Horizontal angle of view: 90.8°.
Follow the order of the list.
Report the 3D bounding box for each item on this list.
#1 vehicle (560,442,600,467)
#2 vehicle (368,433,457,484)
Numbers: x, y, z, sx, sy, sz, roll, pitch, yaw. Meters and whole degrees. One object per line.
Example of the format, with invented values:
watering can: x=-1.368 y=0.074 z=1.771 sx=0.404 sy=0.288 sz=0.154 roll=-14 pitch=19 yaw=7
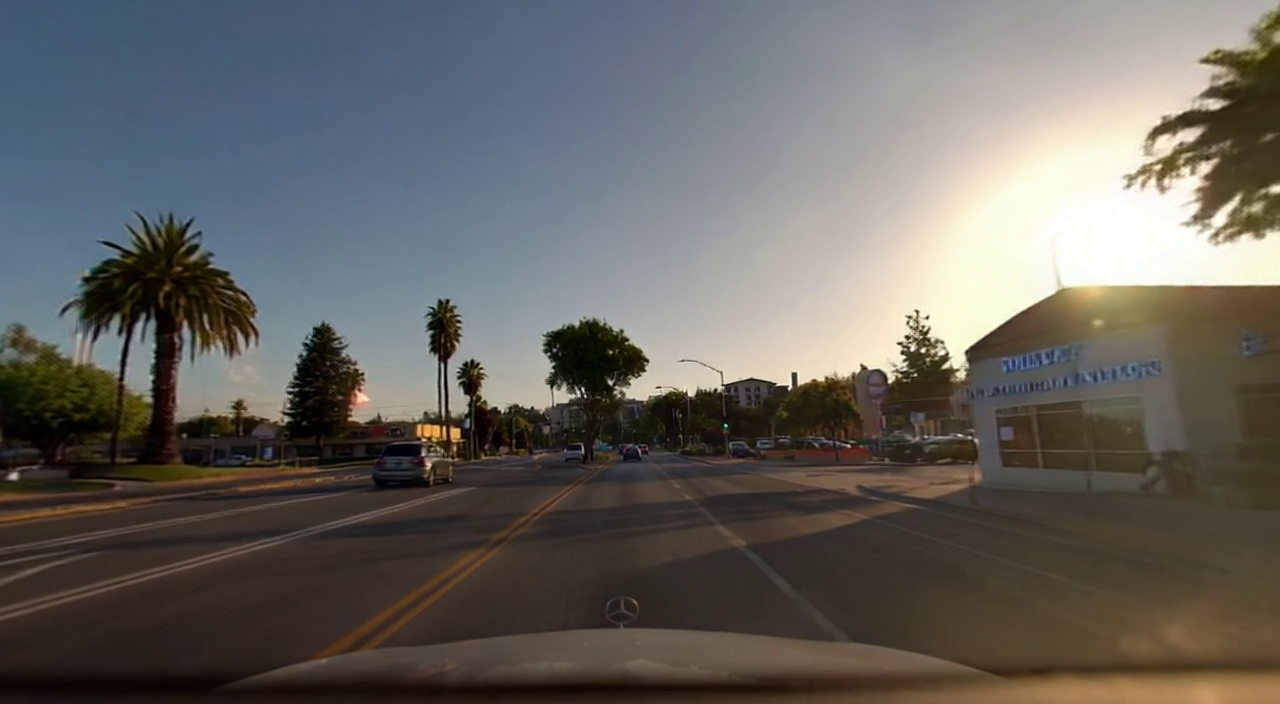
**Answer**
vehicle: x=-3.745 y=6.446 z=39.906 sx=2.181 sy=1.483 sz=4.123 roll=0 pitch=-9 yaw=-1
vehicle: x=-8.596 y=4.071 z=24.362 sx=2.022 sy=1.746 sz=4.406 roll=0 pitch=-9 yaw=-4
